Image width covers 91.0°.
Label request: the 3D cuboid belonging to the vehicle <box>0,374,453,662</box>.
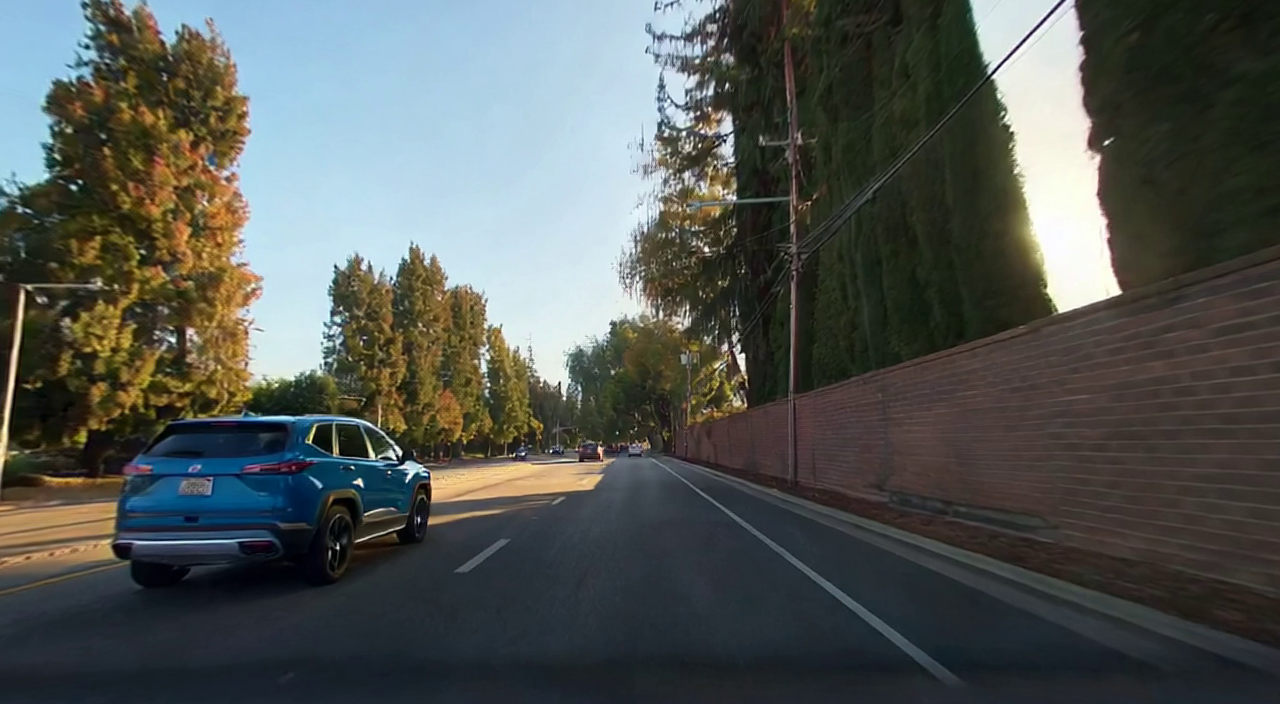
[{"bbox_3d":[-3.606,1.320,6.145,2.147,1.730,4.555,0,-8,0],"label":"vehicle"}]
